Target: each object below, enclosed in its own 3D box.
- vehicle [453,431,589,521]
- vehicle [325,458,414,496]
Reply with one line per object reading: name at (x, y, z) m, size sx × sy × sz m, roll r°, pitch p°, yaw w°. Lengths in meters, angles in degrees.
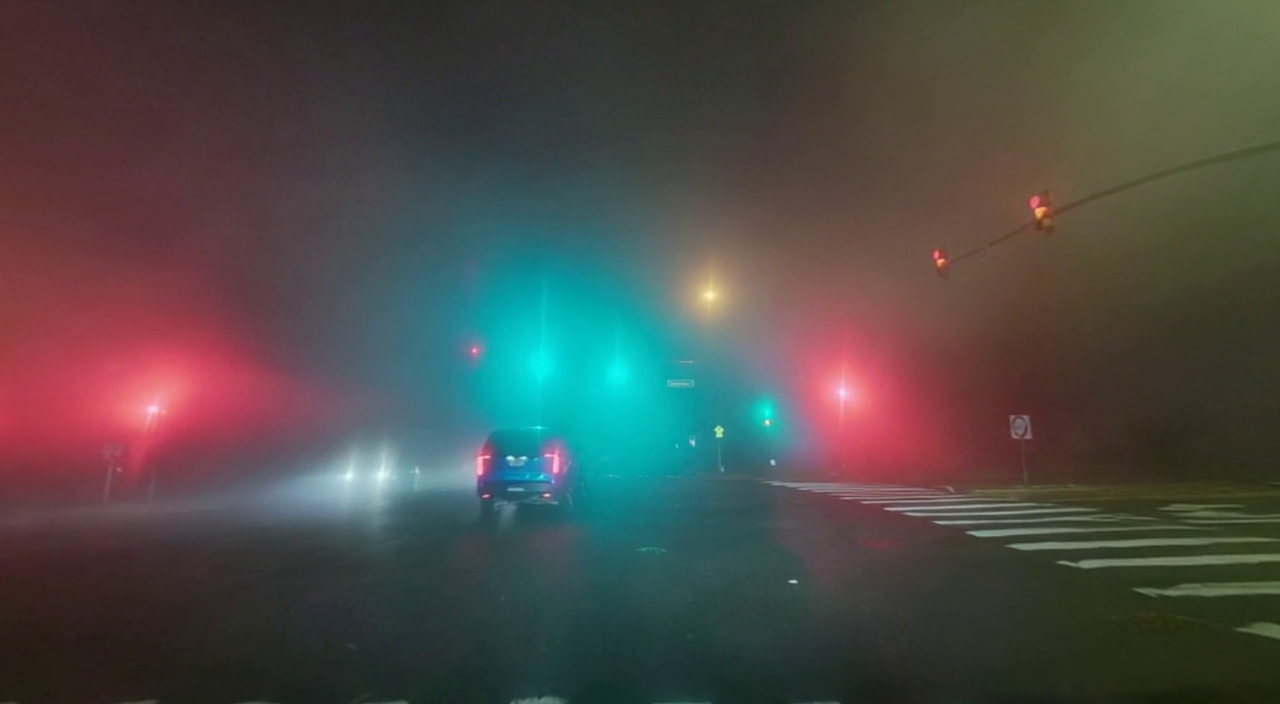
vehicle at (-2.579, 2.822, 14.937) m, size 2.123 × 1.799 × 4.425 m, roll -1°, pitch -8°, yaw 3°
vehicle at (-12.153, 5.609, 28.635) m, size 1.980 × 1.452 × 4.318 m, roll 0°, pitch -8°, yaw 2°
